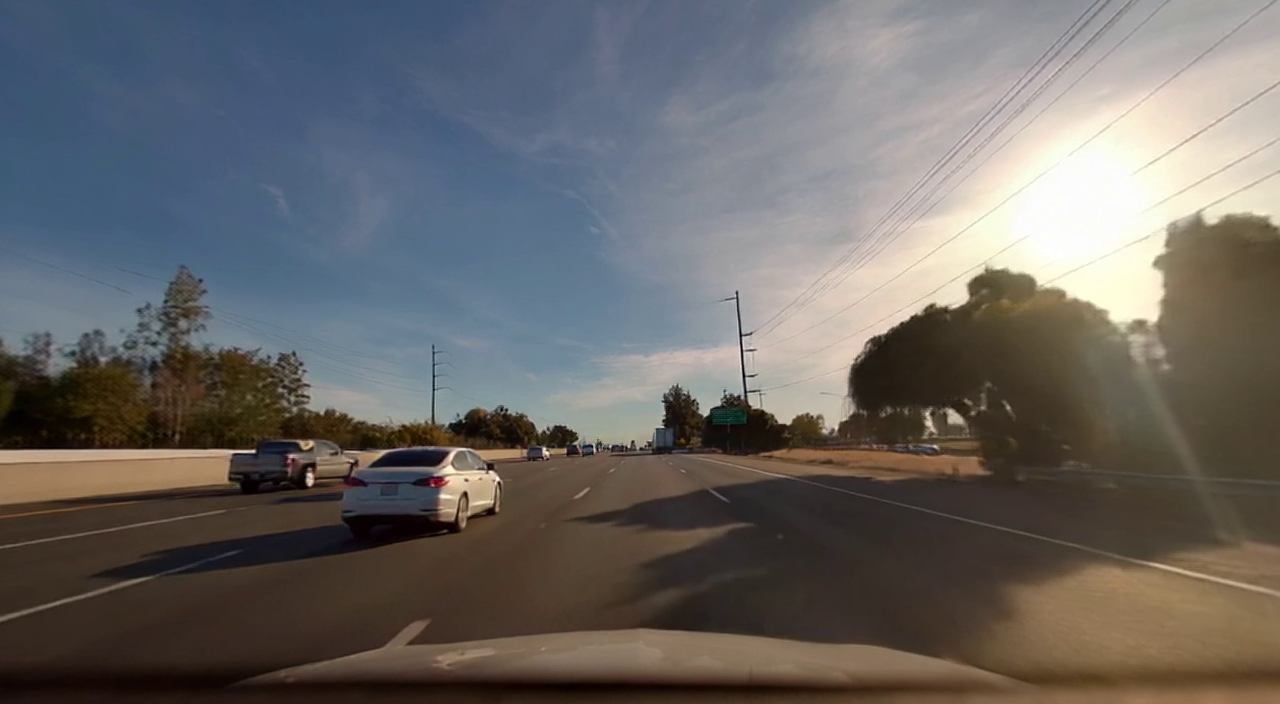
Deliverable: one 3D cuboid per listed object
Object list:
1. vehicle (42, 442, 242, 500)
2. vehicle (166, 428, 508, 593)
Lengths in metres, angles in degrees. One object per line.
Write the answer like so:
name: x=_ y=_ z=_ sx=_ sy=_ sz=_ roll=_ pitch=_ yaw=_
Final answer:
vehicle: x=-14.579 y=3.480 z=18.908 sx=2.039 sy=1.516 sz=4.780 roll=0 pitch=-9 yaw=1
vehicle: x=-3.393 y=1.869 z=8.485 sx=2.045 sy=1.532 sz=4.954 roll=0 pitch=-9 yaw=1
